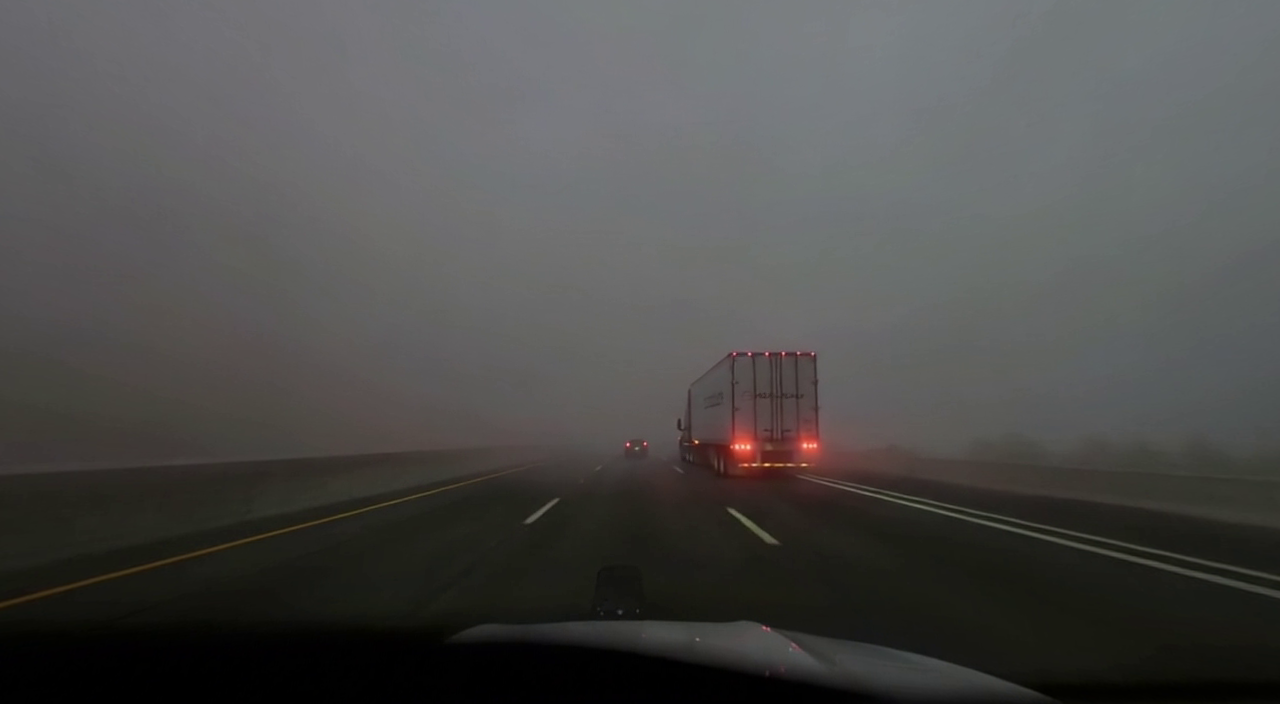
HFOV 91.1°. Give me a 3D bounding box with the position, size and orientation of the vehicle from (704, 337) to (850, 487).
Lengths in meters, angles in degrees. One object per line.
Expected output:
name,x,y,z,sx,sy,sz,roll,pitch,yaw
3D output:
vehicle,4.053,2.187,21.083,2.840,3.947,8.920,0,-8,0
